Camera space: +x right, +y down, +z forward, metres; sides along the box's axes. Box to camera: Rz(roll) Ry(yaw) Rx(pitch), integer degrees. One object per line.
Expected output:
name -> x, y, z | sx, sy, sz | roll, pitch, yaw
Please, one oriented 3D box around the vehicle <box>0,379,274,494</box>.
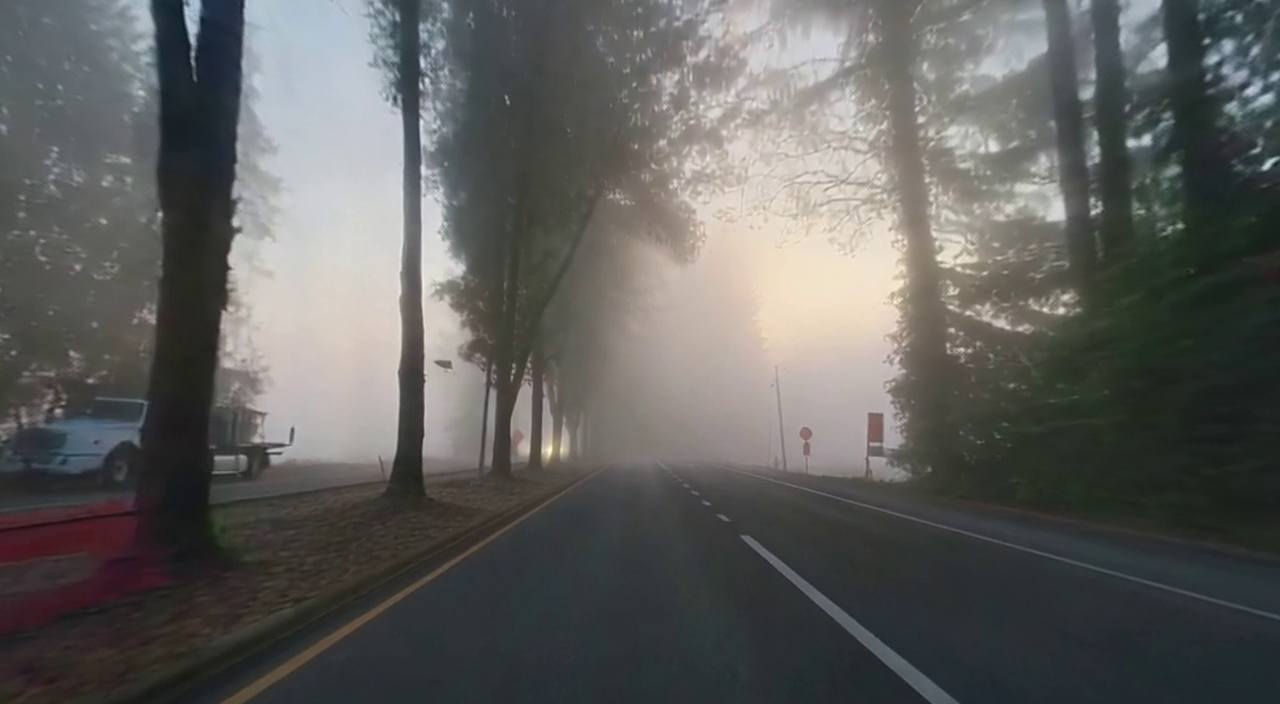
vehicle -> -19.214, 3.338, 24.524 | 2.956, 3.466, 10.408 | -1, -9, 6
